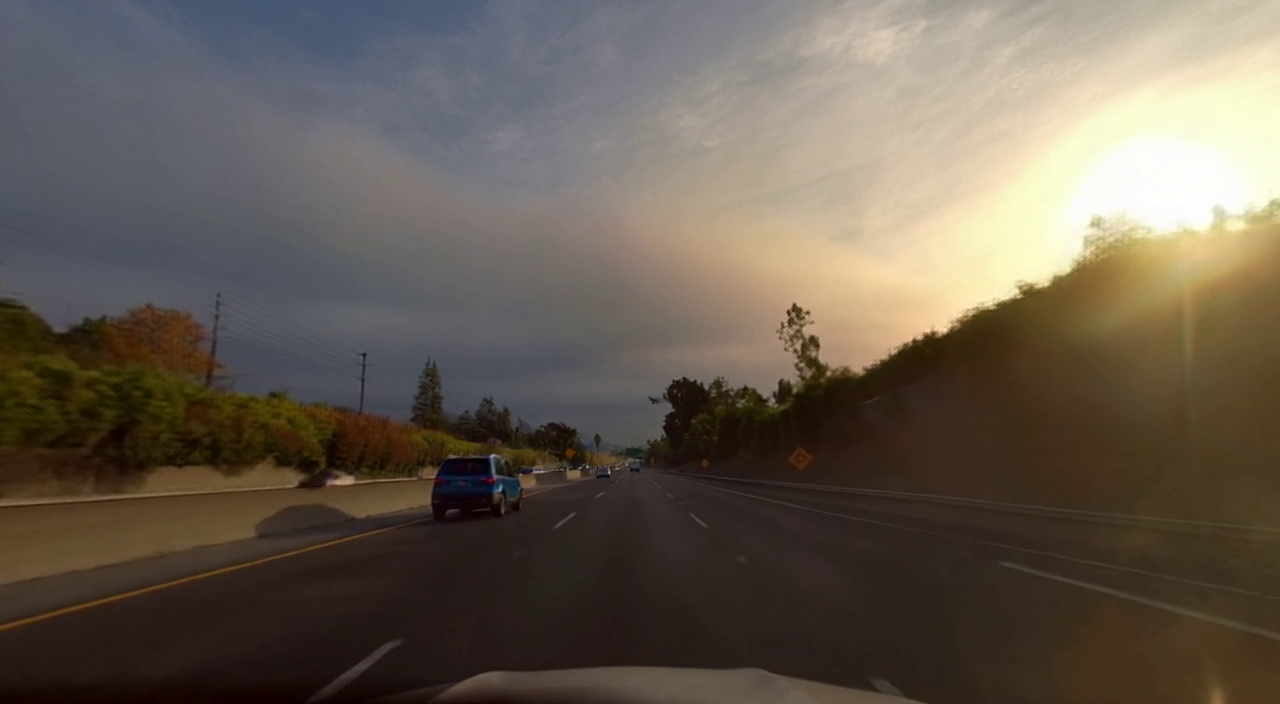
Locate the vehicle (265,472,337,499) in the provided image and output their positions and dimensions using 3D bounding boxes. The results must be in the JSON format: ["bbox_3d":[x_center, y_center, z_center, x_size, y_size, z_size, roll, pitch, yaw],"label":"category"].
[{"bbox_3d":[-20.492,8.068,38.282,2.001,1.506,4.156,1,-10,1],"label":"vehicle"}]

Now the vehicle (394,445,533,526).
[{"bbox_3d":[-4.322,3.407,16.428,2.178,1.736,4.847,1,-10,0],"label":"vehicle"}]
